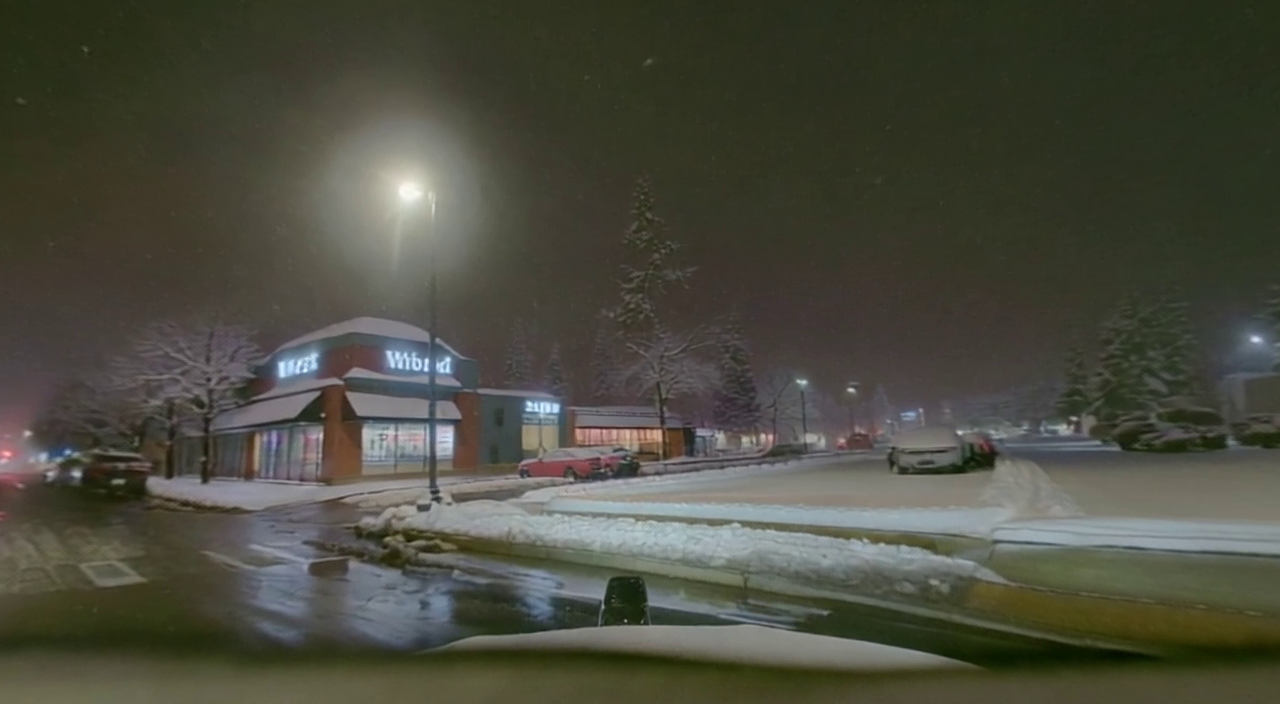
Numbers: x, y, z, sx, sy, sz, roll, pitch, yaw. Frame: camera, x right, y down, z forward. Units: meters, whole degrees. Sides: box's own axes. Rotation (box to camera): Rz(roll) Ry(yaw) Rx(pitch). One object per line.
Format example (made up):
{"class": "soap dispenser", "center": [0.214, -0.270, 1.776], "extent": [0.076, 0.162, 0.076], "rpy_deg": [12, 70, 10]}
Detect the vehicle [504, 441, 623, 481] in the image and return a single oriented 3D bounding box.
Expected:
{"class": "vehicle", "center": [-3.319, 4.734, 27.477], "extent": [4.814, 1.618, 1.869], "rpy_deg": [-3, -9, 19]}

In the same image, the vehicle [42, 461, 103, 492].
{"class": "vehicle", "center": [-34.497, 7.510, 38.273], "extent": [4.194, 1.691, 2.053], "rpy_deg": [-7, -11, 40]}

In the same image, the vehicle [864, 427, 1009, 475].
{"class": "vehicle", "center": [11.394, 3.822, 24.380], "extent": [4.706, 1.663, 1.993], "rpy_deg": [-6, -10, 34]}

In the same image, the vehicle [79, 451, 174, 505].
{"class": "vehicle", "center": [-21.418, 5.148, 26.235], "extent": [4.748, 2.013, 2.150], "rpy_deg": [-9, -12, 41]}
